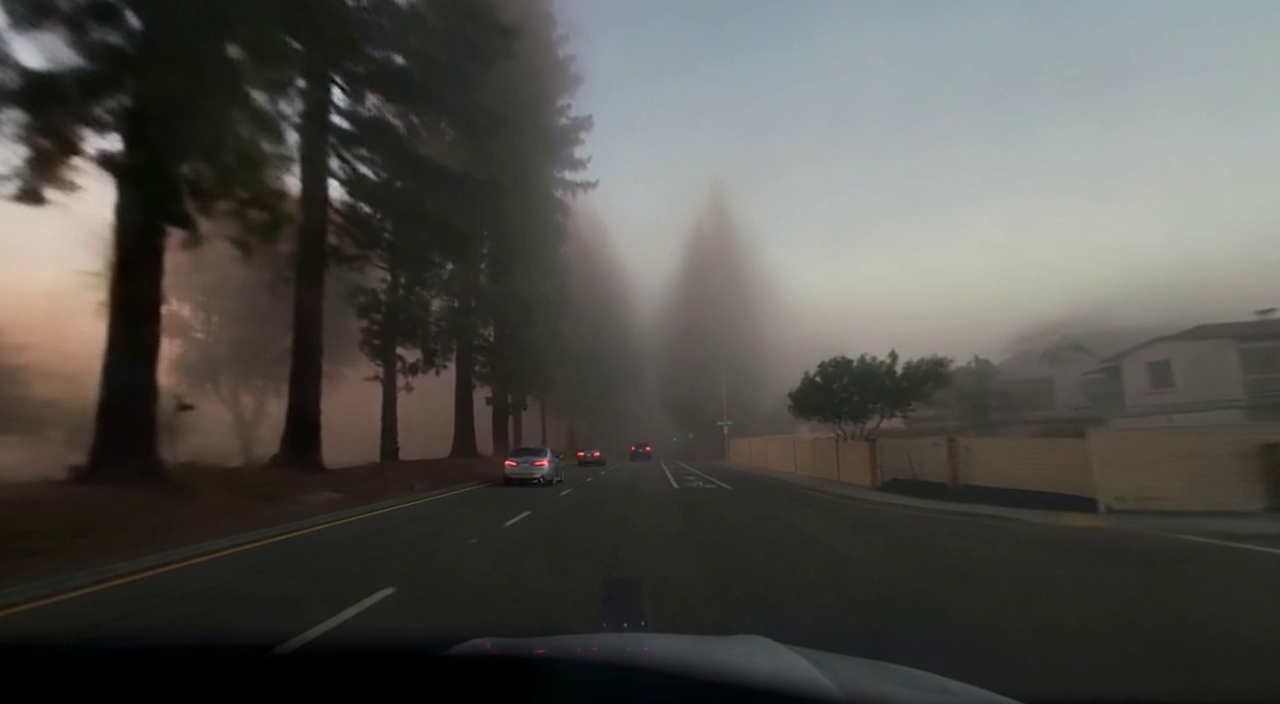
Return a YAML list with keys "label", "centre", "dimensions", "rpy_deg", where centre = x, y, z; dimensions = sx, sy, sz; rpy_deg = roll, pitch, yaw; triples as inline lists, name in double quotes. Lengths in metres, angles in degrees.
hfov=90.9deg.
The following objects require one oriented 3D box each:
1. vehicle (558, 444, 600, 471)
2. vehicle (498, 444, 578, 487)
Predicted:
- label: "vehicle"
  centre: [-3.710, 6.533, 39.225]
  dimensions: [2.110, 1.529, 4.743]
  rpy_deg: [0, -9, 1]
- label: "vehicle"
  centre: [-3.752, 4.254, 24.036]
  dimensions: [2.188, 1.473, 4.651]
  rpy_deg: [0, -9, 1]
